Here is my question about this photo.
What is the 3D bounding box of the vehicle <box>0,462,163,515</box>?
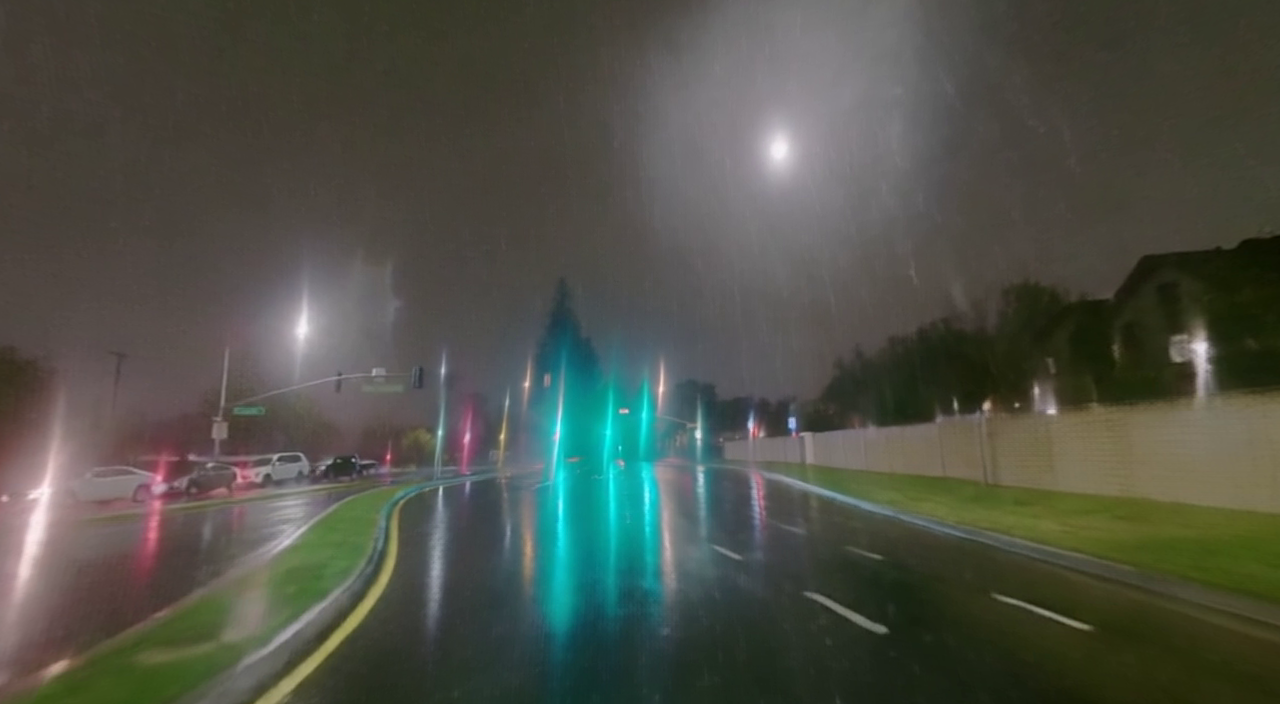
[{"bbox_3d":[-20.470,4.836,22.845,1.954,1.575,5.225,-1,-9,4],"label":"vehicle"}]

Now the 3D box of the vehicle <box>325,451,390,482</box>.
[{"bbox_3d":[-19.212,7.800,43.142,2.050,1.697,4.838,-4,-7,3],"label":"vehicle"}]

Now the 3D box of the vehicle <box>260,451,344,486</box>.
[{"bbox_3d":[-19.791,6.821,37.157,2.148,1.856,4.632,0,-9,4],"label":"vehicle"}]

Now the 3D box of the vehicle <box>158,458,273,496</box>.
[{"bbox_3d":[-20.056,5.901,30.112,1.883,1.506,4.863,0,-8,4],"label":"vehicle"}]
